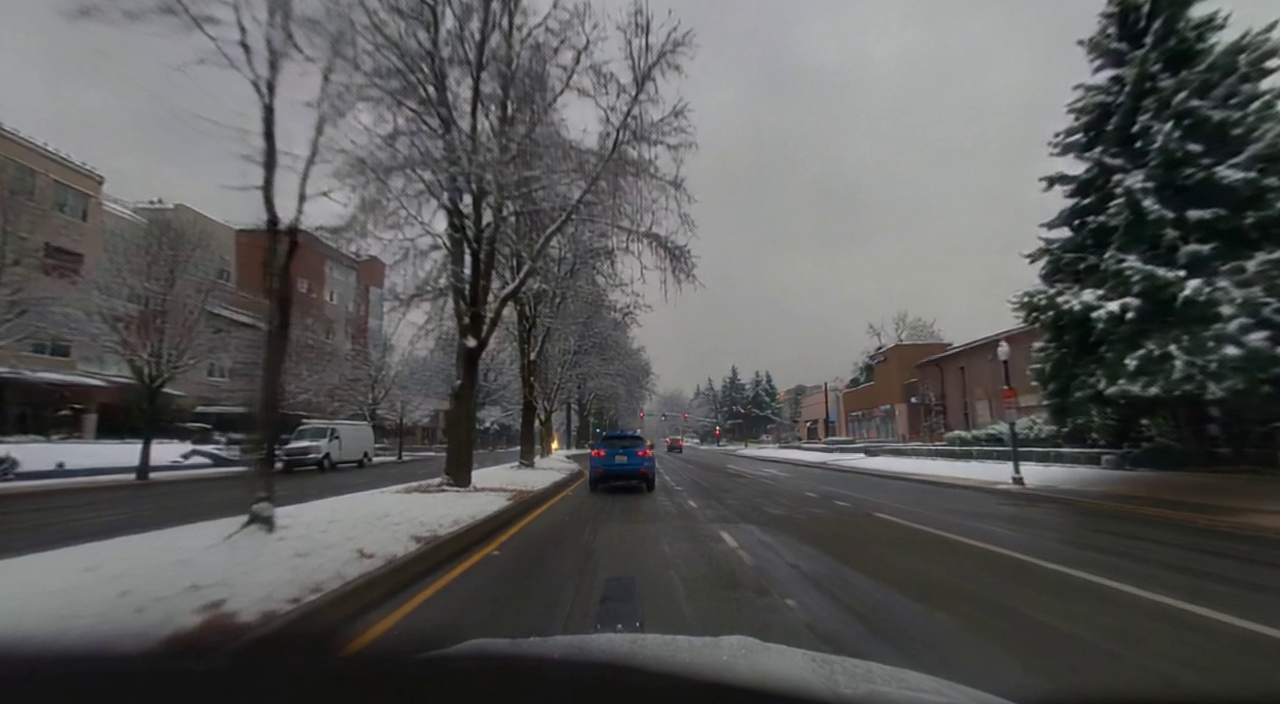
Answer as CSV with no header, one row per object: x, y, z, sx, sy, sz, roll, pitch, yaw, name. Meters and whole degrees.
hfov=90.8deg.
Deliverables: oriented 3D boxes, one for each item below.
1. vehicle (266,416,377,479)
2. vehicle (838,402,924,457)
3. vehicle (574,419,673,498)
-19.205,5.844,38.817,2.811,3.399,7.898,1,-9,-2,vehicle
18.040,6.018,48.201,3.269,3.755,8.862,0,-9,2,vehicle
-0.432,2.775,16.741,2.277,1.816,4.192,0,-9,-2,vehicle
